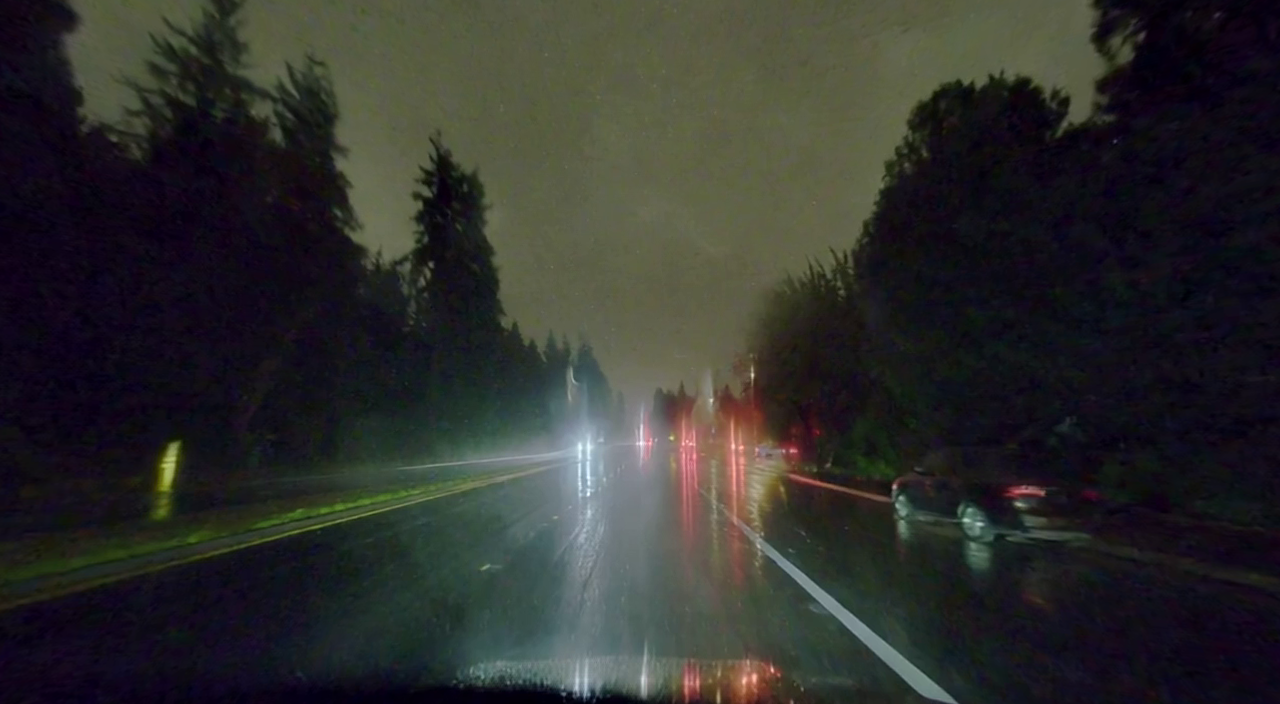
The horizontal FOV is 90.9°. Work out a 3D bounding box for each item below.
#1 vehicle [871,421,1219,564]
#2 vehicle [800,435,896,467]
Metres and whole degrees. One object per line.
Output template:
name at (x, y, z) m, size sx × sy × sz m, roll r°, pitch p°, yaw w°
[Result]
vehicle at (5.313, 1.882, 9.257) m, size 2.131 × 1.563 × 4.435 m, roll 0°, pitch -8°, yaw 0°
vehicle at (11.342, 5.428, 34.591) m, size 4.493 × 1.705 × 2.034 m, roll 0°, pitch -8°, yaw 0°
